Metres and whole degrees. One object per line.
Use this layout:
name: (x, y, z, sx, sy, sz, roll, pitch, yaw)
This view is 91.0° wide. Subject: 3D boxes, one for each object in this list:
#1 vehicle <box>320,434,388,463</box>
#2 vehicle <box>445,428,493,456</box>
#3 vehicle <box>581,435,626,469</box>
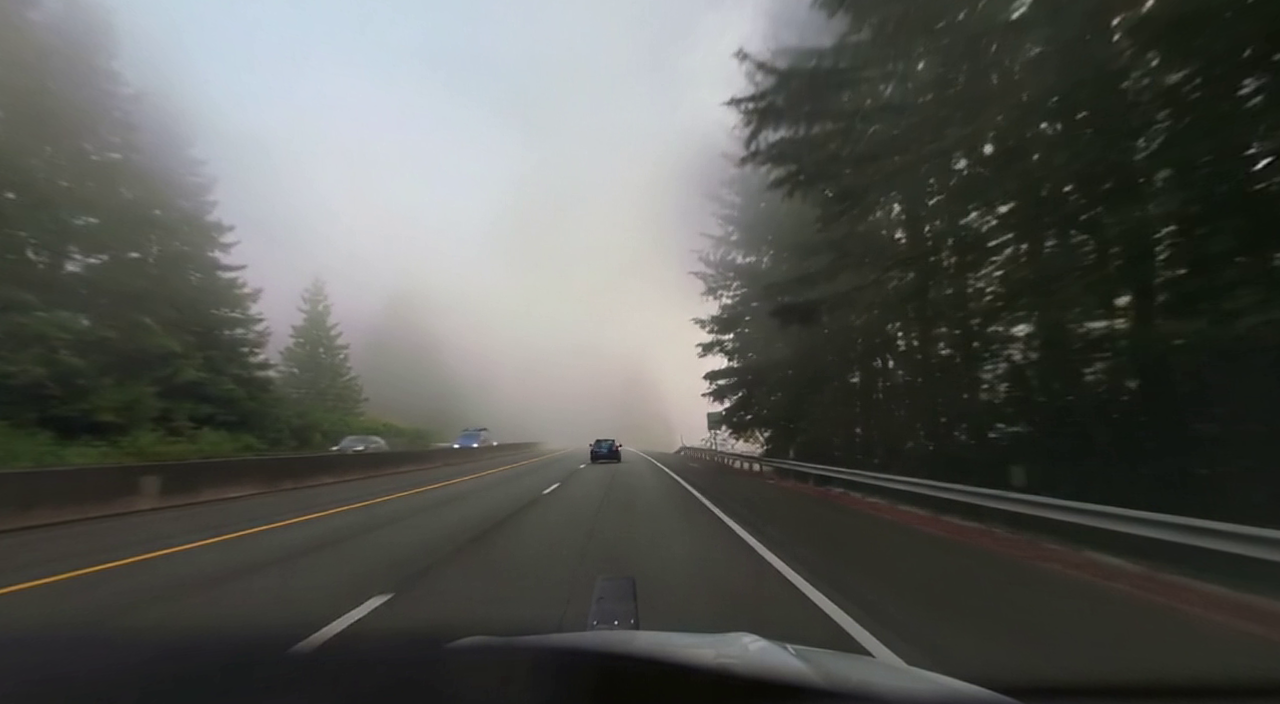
vehicle: (-16.160, 5.472, 35.814, 1.891, 1.513, 4.450, 0, -8, -2)
vehicle: (-12.769, 6.764, 47.311, 2.237, 1.989, 5.436, 0, -8, -2)
vehicle: (-1.712, 4.798, 30.447, 2.004, 1.515, 3.968, 0, -8, -1)
